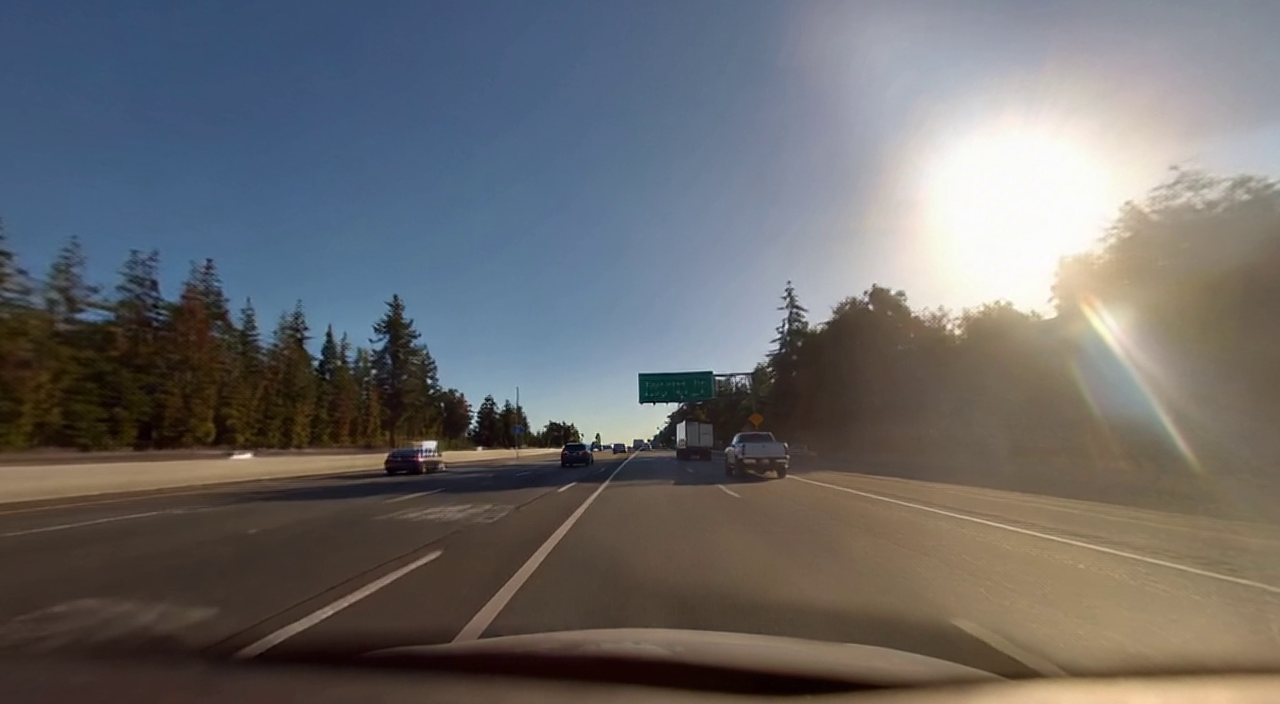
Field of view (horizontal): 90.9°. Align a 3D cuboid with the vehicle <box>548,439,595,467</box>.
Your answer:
[{"bbox_3d":[-3.753,5.619,35.263,1.981,1.473,4.317,0,-8,2],"label":"vehicle"}]

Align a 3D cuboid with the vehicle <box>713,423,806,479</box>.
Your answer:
[{"bbox_3d":[4.561,3.929,25.373,2.355,1.930,6.633,0,-8,-1],"label":"vehicle"}]

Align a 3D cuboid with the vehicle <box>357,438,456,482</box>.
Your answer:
[{"bbox_3d":[-8.555,3.977,23.565,1.899,1.465,4.589,0,-8,0],"label":"vehicle"}]
